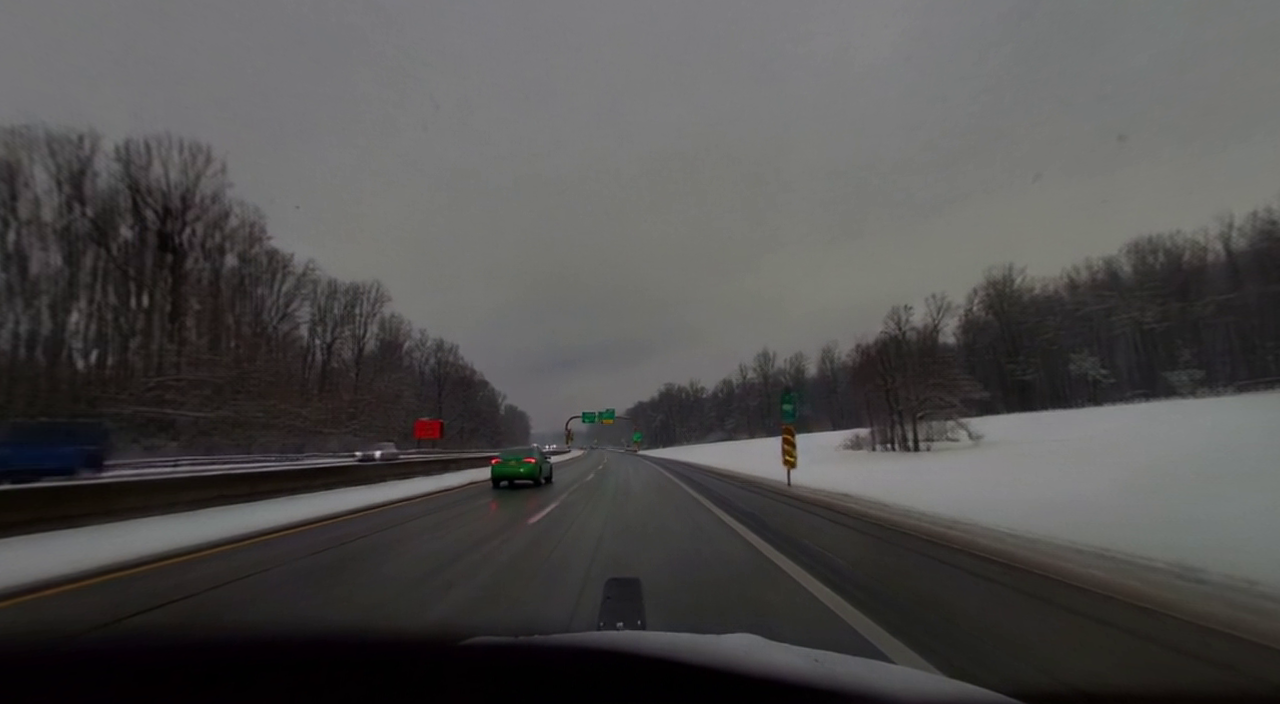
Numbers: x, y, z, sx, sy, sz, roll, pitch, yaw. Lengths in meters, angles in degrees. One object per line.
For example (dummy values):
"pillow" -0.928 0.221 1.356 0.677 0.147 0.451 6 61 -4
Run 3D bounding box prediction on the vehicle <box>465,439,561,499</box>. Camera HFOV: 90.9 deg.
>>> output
"vehicle" -3.567 3.371 18.458 1.990 1.532 3.911 0 -9 0

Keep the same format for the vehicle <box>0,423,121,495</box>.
"vehicle" -15.460 2.545 15.077 2.094 1.604 4.645 0 -9 0

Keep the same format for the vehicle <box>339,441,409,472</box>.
"vehicle" -13.755 5.426 32.839 1.862 1.462 4.426 0 -9 -2
